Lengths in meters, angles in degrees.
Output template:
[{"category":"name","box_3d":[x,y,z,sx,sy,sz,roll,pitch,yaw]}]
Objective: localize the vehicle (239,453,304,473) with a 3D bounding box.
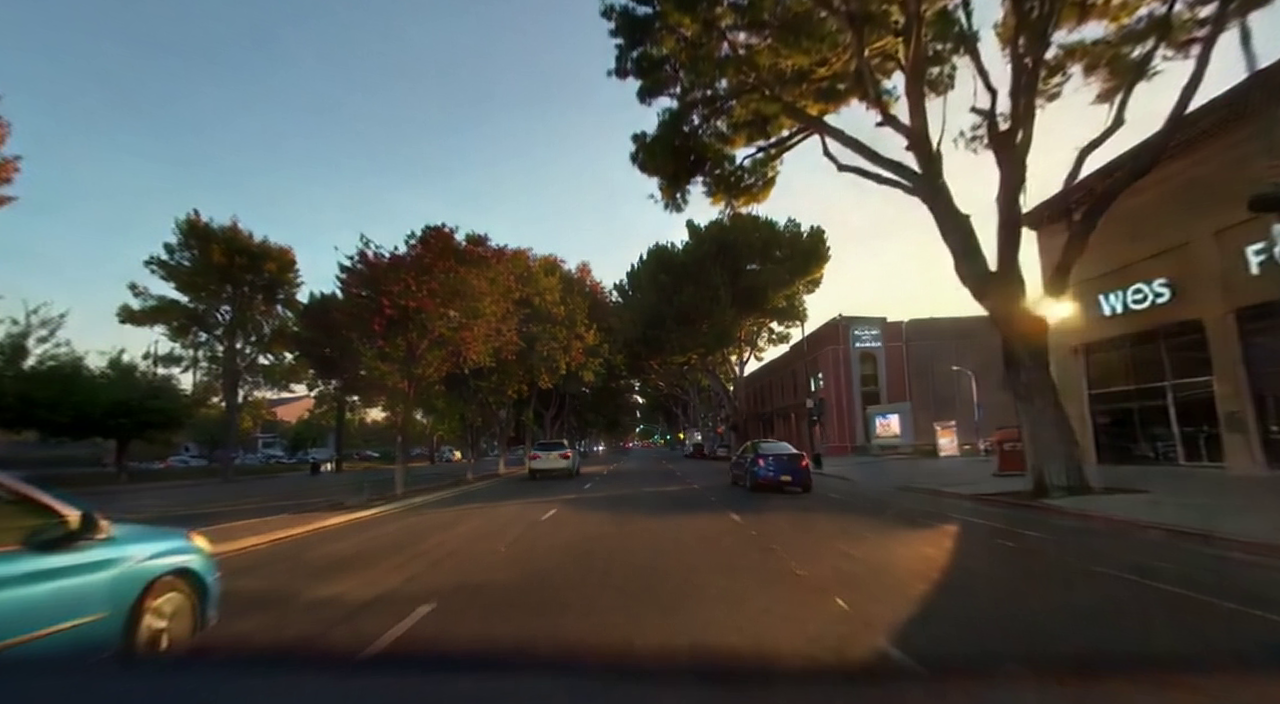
[{"category":"vehicle","box_3d":[-29.012,8.723,49.792,3.907,1.533,1.829,0,-8,-1]}]

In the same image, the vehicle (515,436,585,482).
[{"category":"vehicle","box_3d":[-3.603,4.395,26.205,2.145,1.694,4.642,0,-8,1]}]

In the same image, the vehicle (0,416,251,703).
[{"category":"vehicle","box_3d":[-3.610,0.910,1.908,2.060,1.466,4.387,0,-8,0]}]

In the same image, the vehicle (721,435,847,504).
[{"category":"vehicle","box_3d":[3.471,2.925,16.232,1.961,1.482,4.538,0,-8,-3]}]
